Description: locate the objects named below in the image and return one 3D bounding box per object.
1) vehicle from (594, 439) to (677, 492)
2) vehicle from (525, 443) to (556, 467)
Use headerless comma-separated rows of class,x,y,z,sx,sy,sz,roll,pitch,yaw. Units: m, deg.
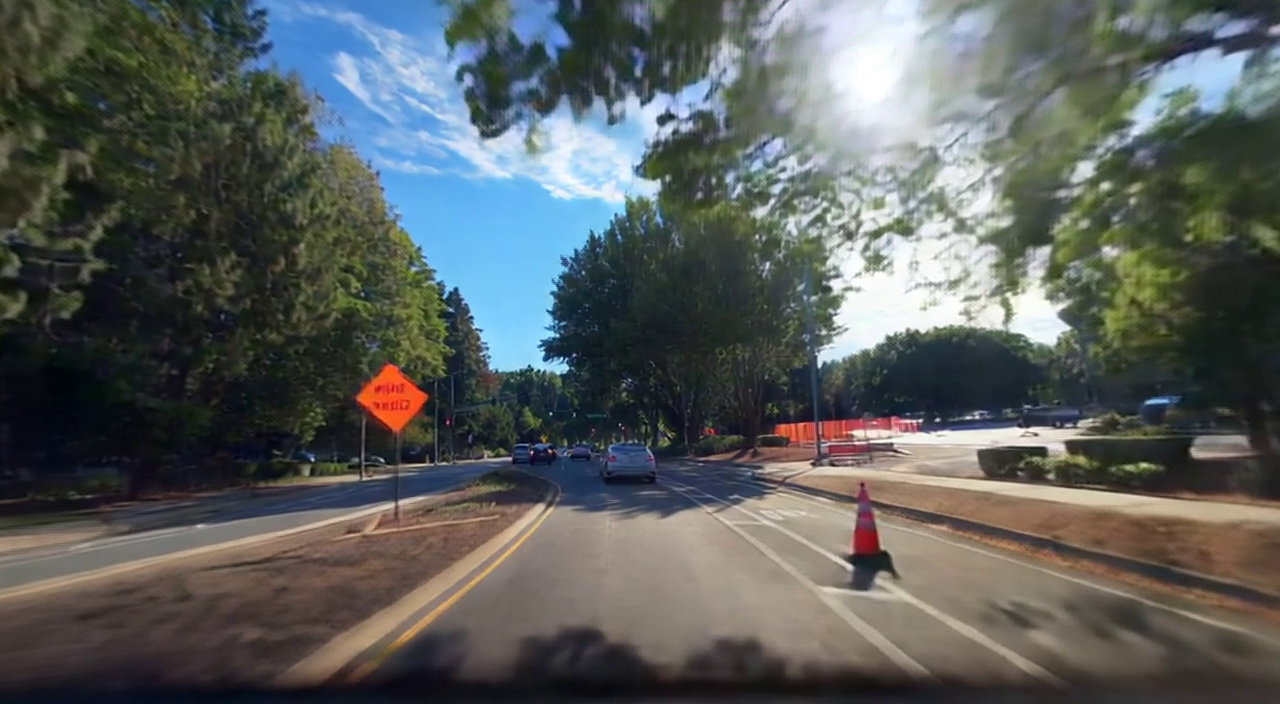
vehicle,-0.282,3.631,20.680,2.266,1.508,4.430,1,-8,-6
vehicle,-7.215,7.459,46.003,2.077,1.665,4.206,1,-9,-8
